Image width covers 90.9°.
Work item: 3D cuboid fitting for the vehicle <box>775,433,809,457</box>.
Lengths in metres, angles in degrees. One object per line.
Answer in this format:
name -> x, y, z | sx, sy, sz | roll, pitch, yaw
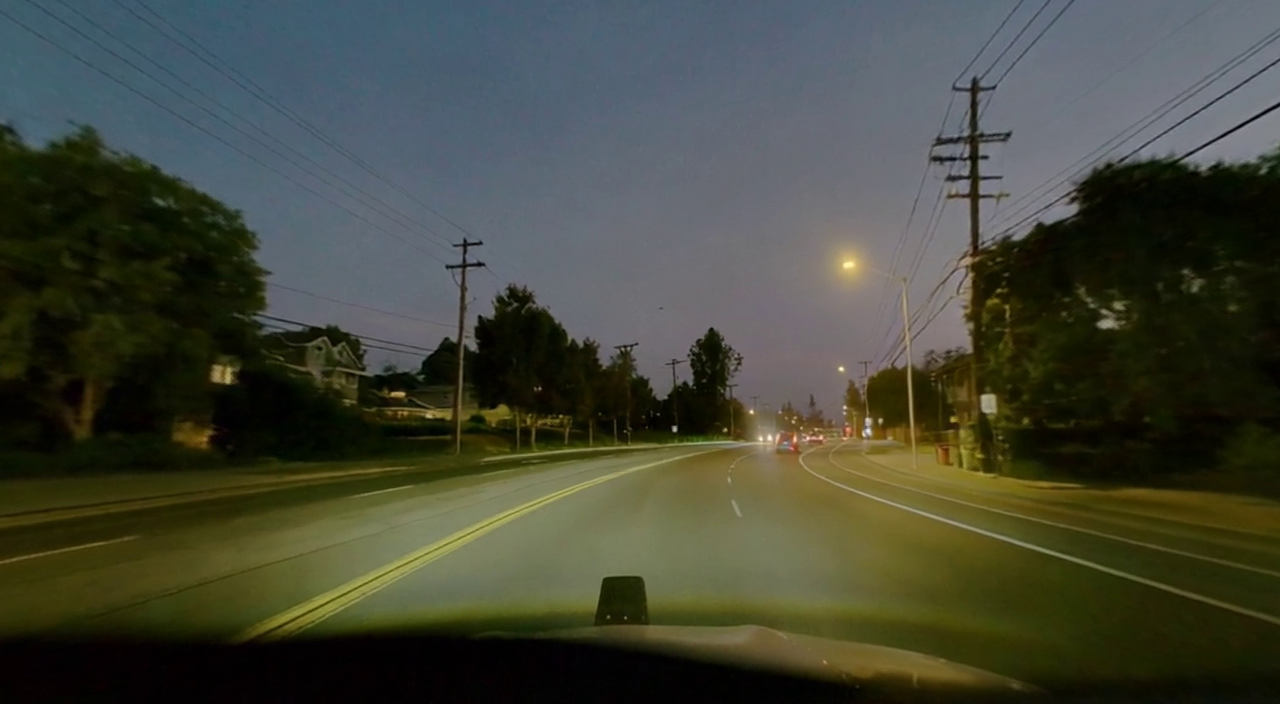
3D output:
vehicle -> 9.805, 6.028, 40.730 | 1.982, 1.451, 4.152 | -2, -9, 13
